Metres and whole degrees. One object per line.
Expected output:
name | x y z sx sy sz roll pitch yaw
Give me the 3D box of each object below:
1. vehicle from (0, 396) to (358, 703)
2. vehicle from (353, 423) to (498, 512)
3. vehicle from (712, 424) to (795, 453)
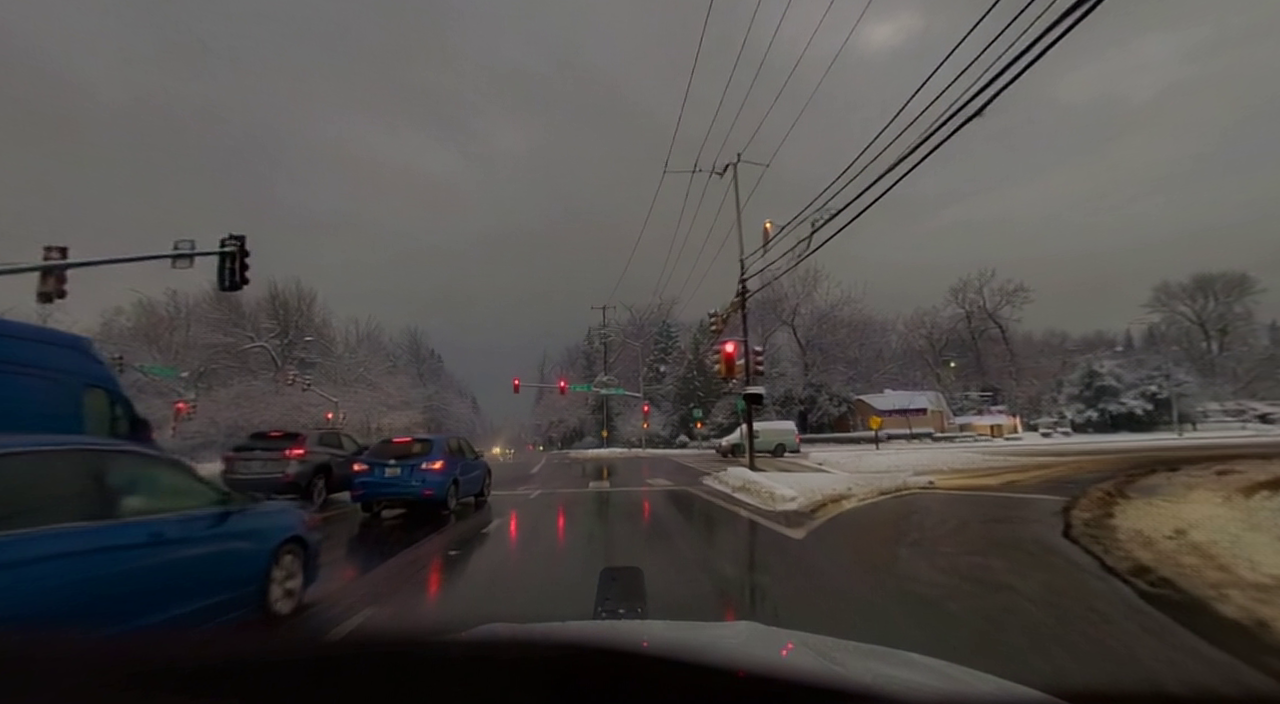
vehicle | -3.550 1.057 3.344 2.019 1.485 4.565 0 -9 -1
vehicle | -4.282 2.366 13.266 1.815 1.569 3.940 1 -9 -3
vehicle | 7.007 5.338 38.946 4.884 1.714 2.021 -1 -9 10
